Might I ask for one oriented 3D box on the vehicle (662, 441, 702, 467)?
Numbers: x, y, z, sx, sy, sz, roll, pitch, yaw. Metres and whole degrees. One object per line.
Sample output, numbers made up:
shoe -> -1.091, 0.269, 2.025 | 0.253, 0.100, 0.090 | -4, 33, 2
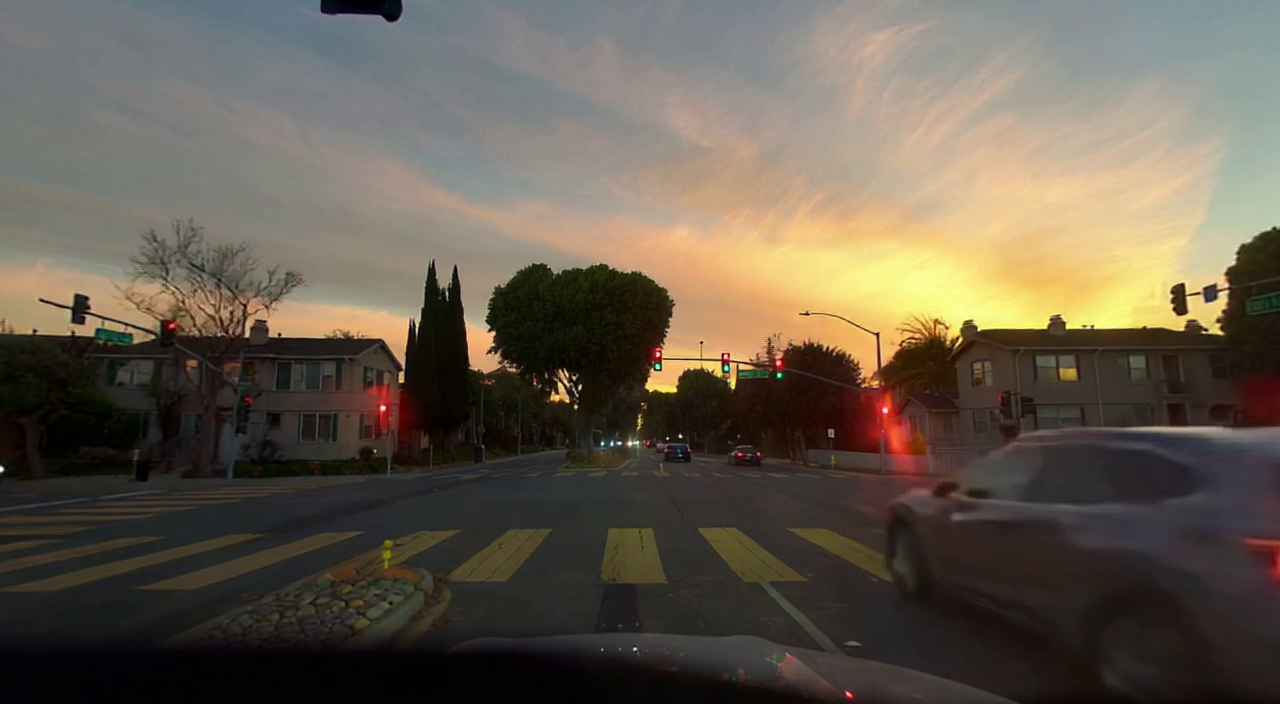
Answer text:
vehicle -> 2.499, 6.269, 38.963 | 2.079, 1.473, 4.748 | 0, -9, -1

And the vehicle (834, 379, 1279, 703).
vehicle -> 2.977, 1.091, 3.560 | 2.142, 1.506, 4.948 | 0, -9, -1

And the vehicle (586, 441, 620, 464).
vehicle -> -2.417, 6.711, 42.277 | 2.045, 1.484, 3.991 | 0, -9, 0

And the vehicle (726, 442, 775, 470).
vehicle -> 6.240, 5.933, 36.177 | 1.908, 1.450, 4.564 | 0, -9, -1
